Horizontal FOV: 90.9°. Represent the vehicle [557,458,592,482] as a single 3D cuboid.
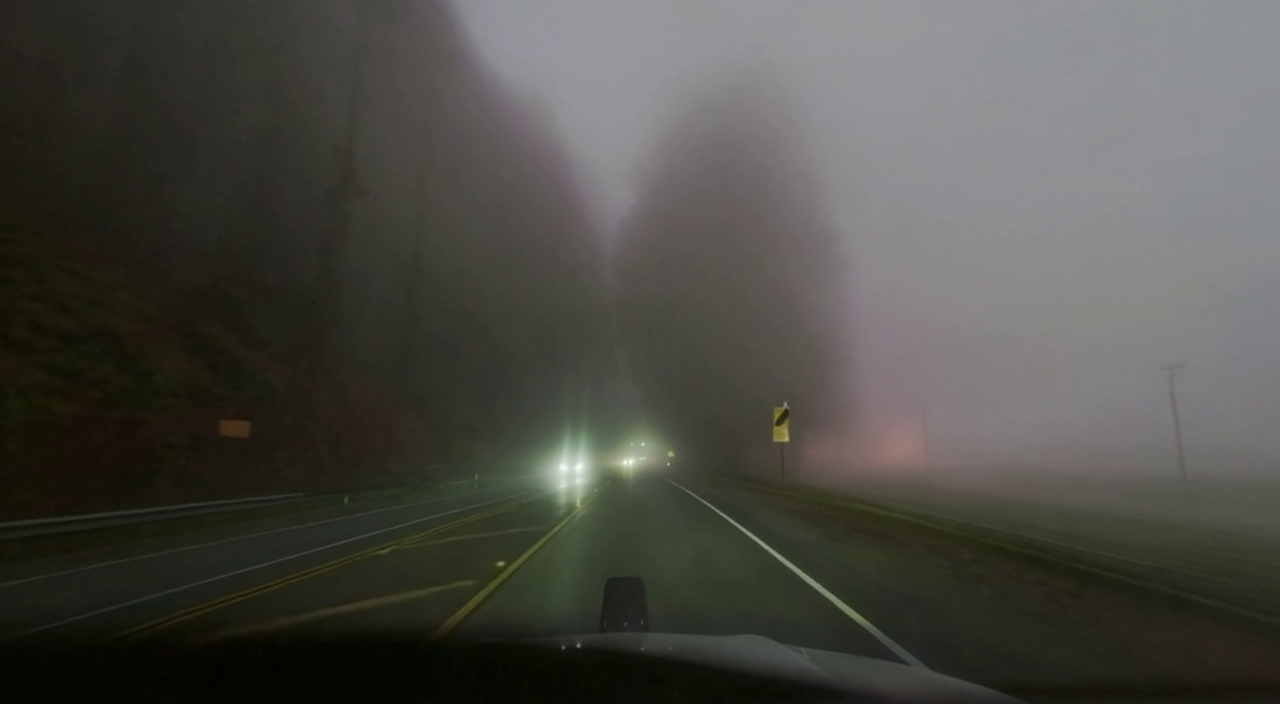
[{"bbox_3d":[-4.748,8.595,46.195,2.000,1.546,4.342,0,-8,1],"label":"vehicle"}]
